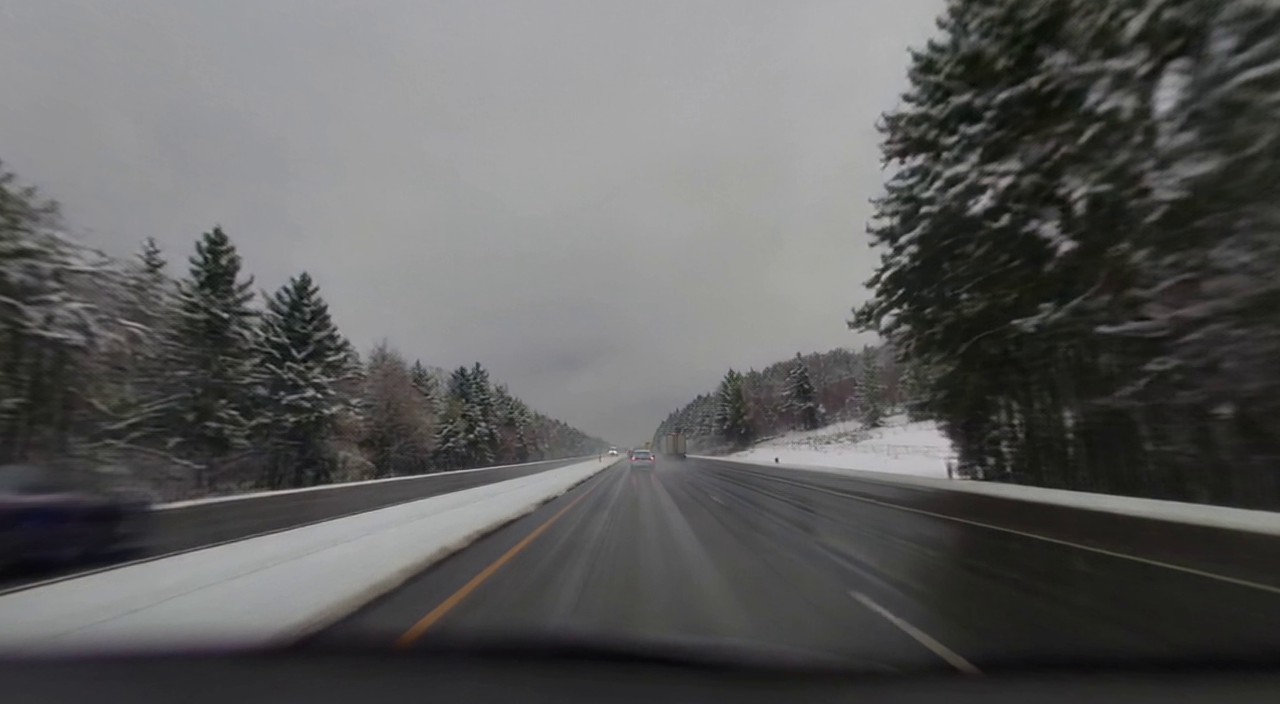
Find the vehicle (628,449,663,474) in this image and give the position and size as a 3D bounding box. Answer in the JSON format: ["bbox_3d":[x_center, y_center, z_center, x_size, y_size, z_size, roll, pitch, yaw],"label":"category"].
[{"bbox_3d":[0.292,6.367,36.847,1.926,1.386,3.615,0,-9,0],"label":"vehicle"}]
